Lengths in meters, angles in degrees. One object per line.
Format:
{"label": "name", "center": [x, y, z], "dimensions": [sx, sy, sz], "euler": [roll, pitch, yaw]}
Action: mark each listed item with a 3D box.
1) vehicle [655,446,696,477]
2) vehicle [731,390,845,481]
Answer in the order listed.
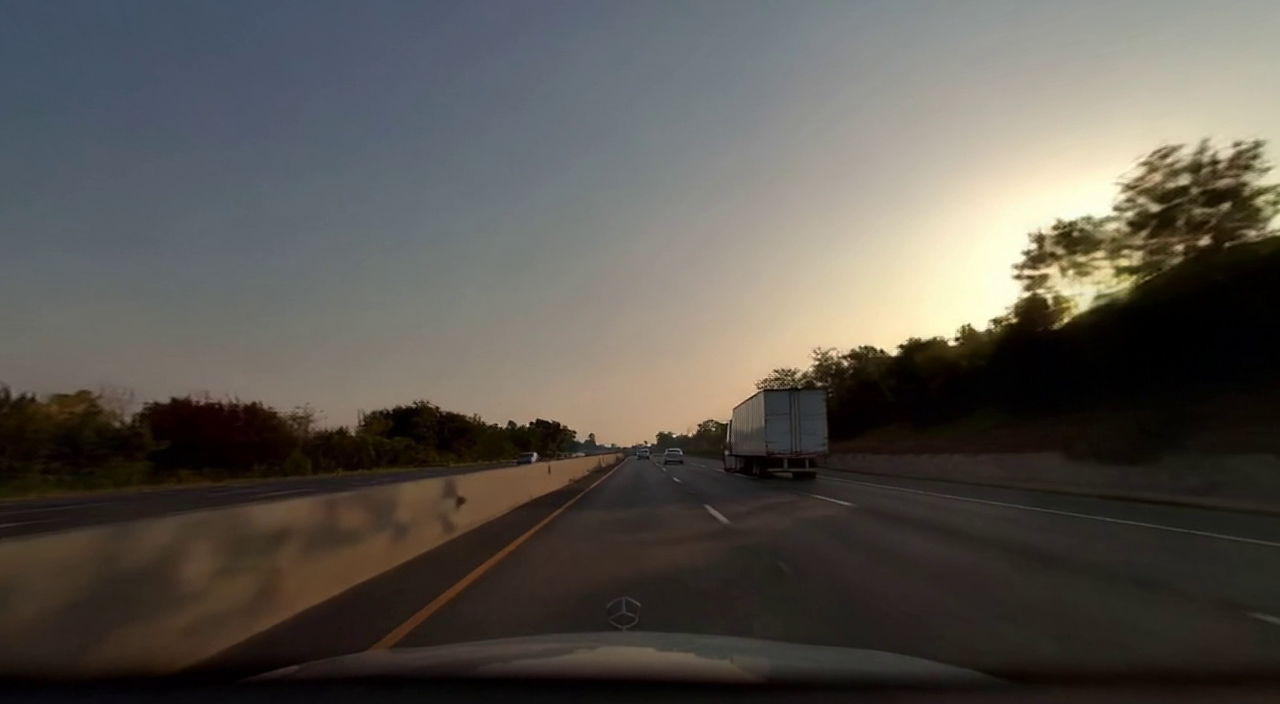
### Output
{"label": "vehicle", "center": [1.885, 5.964, 34.335], "dimensions": [2.024, 1.579, 3.707], "euler": [-1, -9, 1]}
{"label": "vehicle", "center": [7.658, 4.794, 35.240], "dimensions": [2.907, 4.042, 13.858], "euler": [0, -9, 0]}
